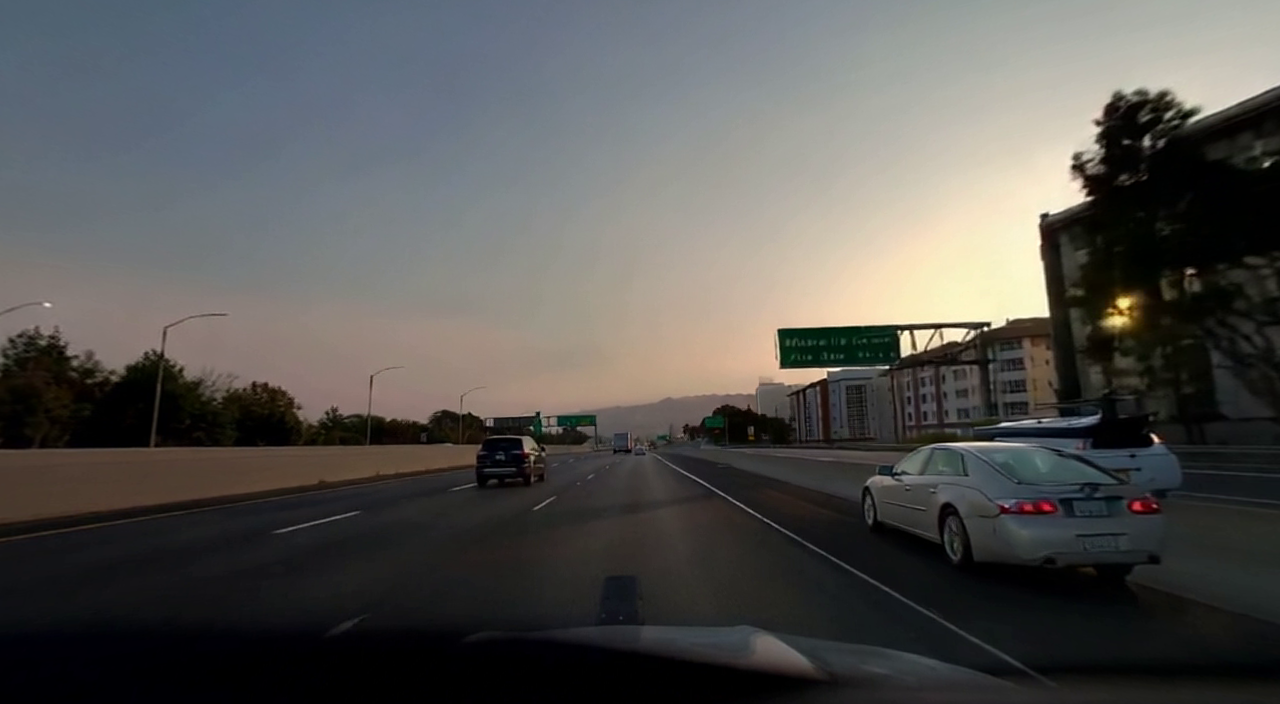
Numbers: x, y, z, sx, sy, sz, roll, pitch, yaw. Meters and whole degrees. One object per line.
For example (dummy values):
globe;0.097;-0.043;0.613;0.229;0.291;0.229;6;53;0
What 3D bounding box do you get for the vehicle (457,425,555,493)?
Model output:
vehicle;-3.882;3.177;19.107;2.047;1.786;4.217;0;-8;0
